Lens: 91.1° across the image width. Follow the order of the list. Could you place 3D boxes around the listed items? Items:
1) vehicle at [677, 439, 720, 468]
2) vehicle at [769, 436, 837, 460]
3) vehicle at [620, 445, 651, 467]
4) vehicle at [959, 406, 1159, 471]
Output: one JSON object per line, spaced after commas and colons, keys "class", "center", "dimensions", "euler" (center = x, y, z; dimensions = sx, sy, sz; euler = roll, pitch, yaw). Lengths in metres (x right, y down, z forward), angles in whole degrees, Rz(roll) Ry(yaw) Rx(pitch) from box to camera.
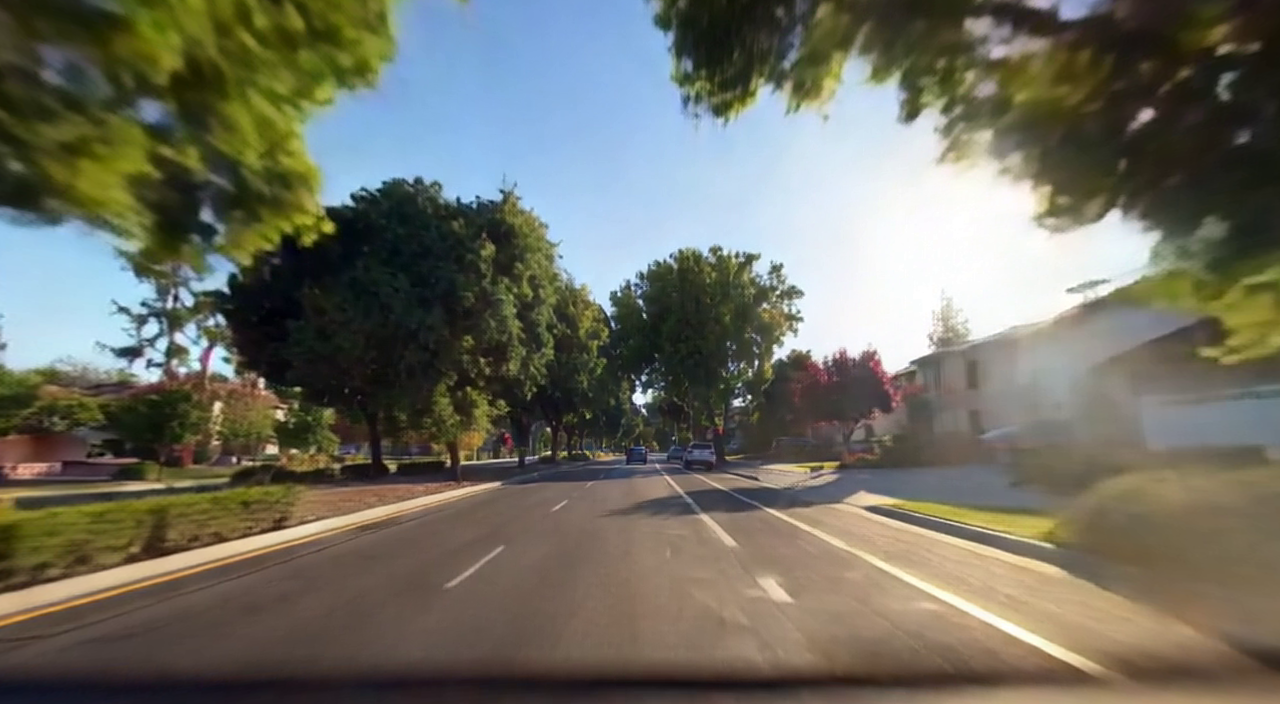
{"class": "vehicle", "center": [3.824, 6.786, 42.096], "dimensions": [2.203, 1.828, 5.336], "euler": [1, -9, -2]}
{"class": "vehicle", "center": [12.749, 7.527, 49.197], "dimensions": [4.694, 1.622, 2.067], "euler": [-2, -7, 0]}
{"class": "vehicle", "center": [-0.315, 7.323, 44.387], "dimensions": [2.054, 1.456, 4.003], "euler": [0, -8, 0]}
{"class": "vehicle", "center": [13.106, 2.738, 19.938], "dimensions": [4.739, 1.918, 2.071], "euler": [0, -9, 3]}
